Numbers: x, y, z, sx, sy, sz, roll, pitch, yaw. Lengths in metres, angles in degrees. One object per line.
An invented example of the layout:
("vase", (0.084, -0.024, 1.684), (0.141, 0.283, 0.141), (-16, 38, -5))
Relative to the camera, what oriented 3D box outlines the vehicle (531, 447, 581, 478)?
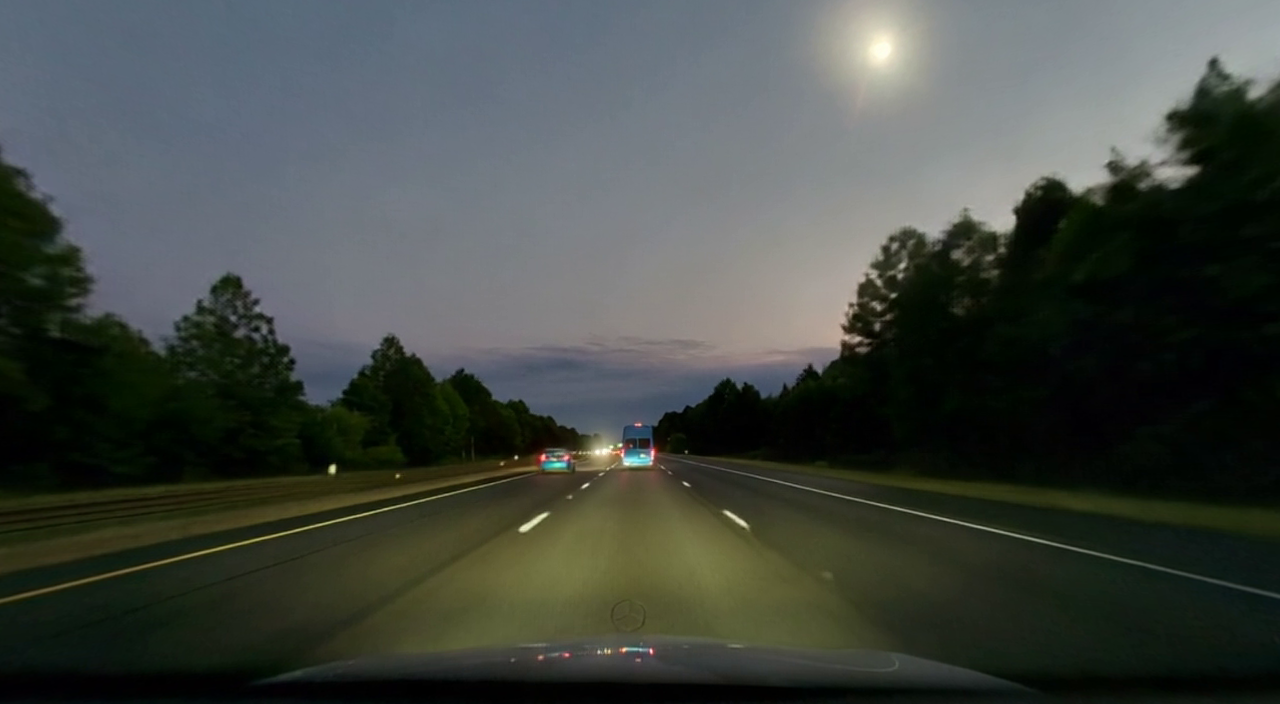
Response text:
("vehicle", (-4.265, 5.663, 32.589), (1.916, 1.506, 4.476), (0, -9, 1))
